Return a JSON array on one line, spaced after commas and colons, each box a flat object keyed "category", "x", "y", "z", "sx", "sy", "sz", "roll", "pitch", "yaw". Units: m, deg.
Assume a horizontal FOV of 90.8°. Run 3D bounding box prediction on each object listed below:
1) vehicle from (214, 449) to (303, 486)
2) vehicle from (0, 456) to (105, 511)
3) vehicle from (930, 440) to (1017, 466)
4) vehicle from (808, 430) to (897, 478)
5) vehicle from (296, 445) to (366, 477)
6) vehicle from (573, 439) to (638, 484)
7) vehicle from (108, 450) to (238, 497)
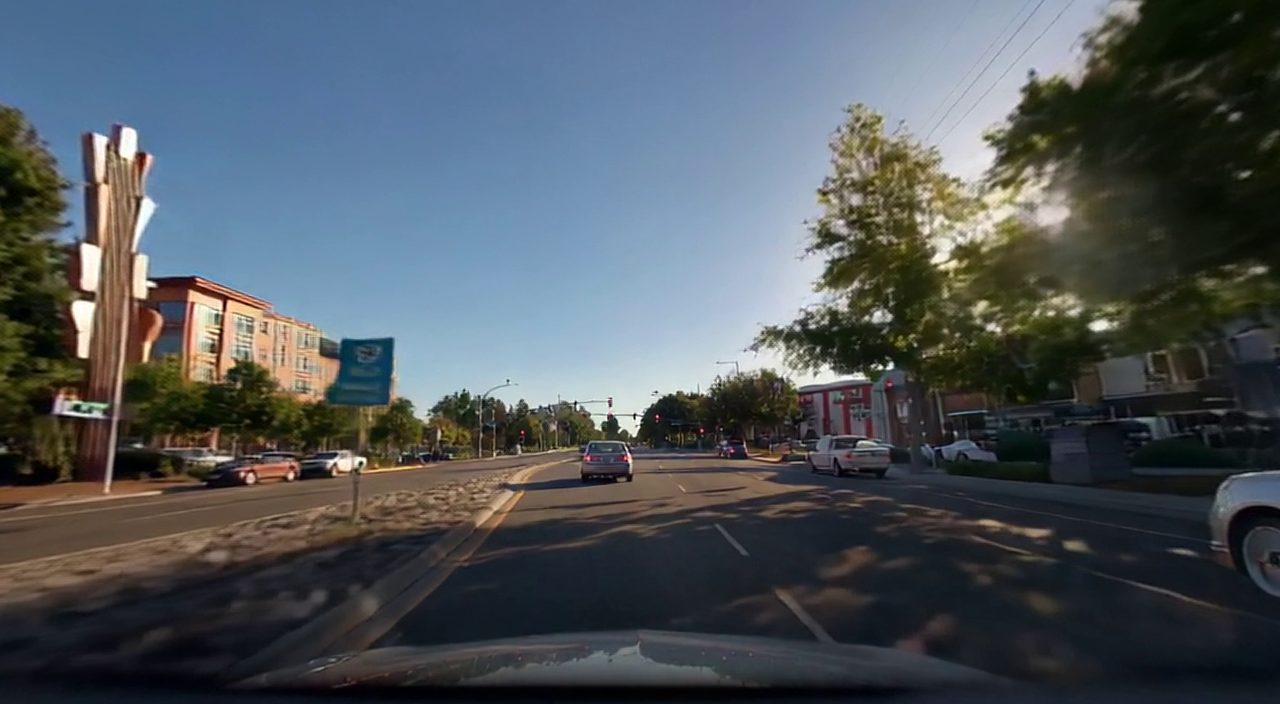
[{"category": "vehicle", "x": -19.332, "y": 5.810, "z": 32.258, "sx": 1.905, "sy": 1.698, "sz": 4.408, "roll": 0, "pitch": -8, "yaw": -2}, {"category": "vehicle", "x": -19.265, "y": 3.925, "z": 18.887, "sx": 2.083, "sy": 1.481, "sz": 5.103, "roll": 0, "pitch": -8, "yaw": 0}, {"category": "vehicle", "x": 19.499, "y": 5.881, "z": 36.979, "sx": 4.212, "sy": 1.436, "sz": 1.919, "roll": -6, "pitch": -10, "yaw": 34}, {"category": "vehicle", "x": 10.261, "y": 4.950, "z": 31.084, "sx": 2.266, "sy": 2.118, "sz": 5.742, "roll": 0, "pitch": -8, "yaw": -1}, {"category": "vehicle", "x": -19.035, "y": 6.730, "z": 39.218, "sx": 2.027, "sy": 1.831, "sz": 4.644, "roll": 0, "pitch": -8, "yaw": -1}, {"category": "vehicle", "x": -1.272, "y": 3.949, "z": 23.141, "sx": 2.185, "sy": 1.473, "sz": 3.925, "roll": 0, "pitch": -8, "yaw": -4}, {"category": "vehicle", "x": -19.112, "y": 4.941, "z": 26.168, "sx": 1.896, "sy": 1.620, "sz": 4.542, "roll": -2, "pitch": -8, "yaw": 1}]
